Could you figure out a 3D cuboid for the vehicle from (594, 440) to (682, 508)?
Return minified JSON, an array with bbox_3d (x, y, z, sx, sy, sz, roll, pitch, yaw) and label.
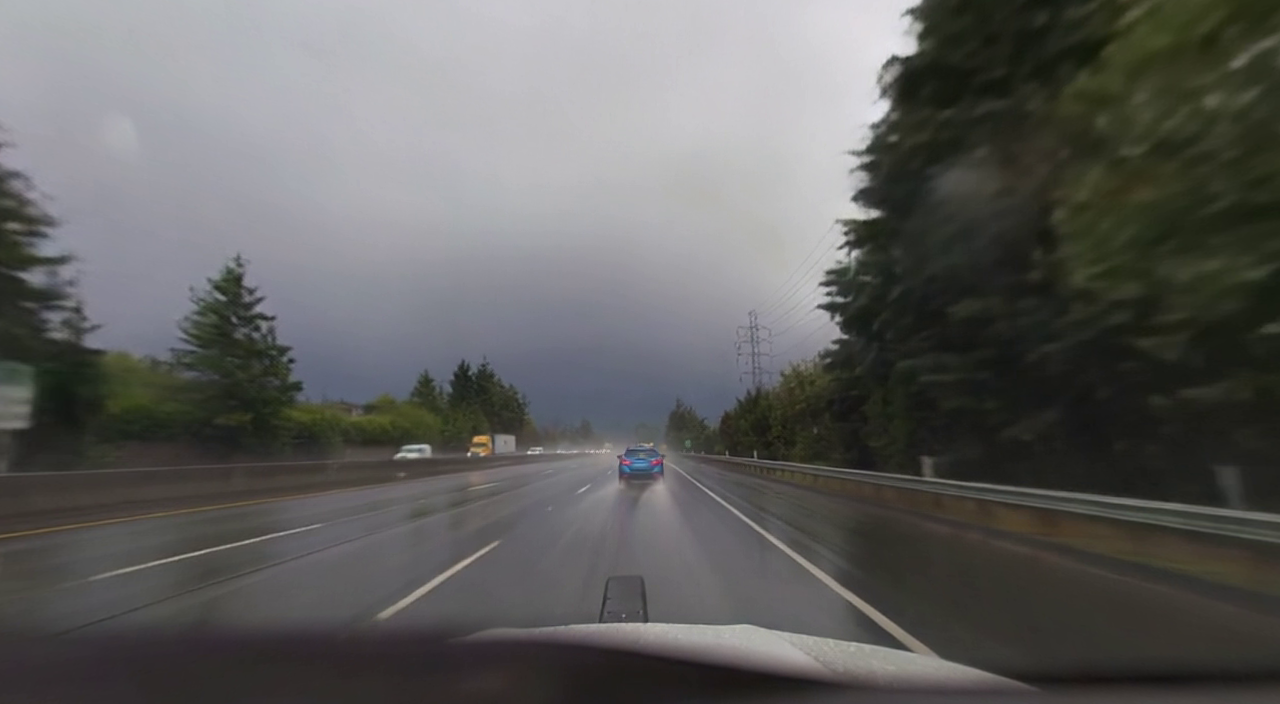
[{"bbox_3d":[-0.058,3.089,16.419,1.966,1.499,4.298,0,-9,0],"label":"vehicle"}]
